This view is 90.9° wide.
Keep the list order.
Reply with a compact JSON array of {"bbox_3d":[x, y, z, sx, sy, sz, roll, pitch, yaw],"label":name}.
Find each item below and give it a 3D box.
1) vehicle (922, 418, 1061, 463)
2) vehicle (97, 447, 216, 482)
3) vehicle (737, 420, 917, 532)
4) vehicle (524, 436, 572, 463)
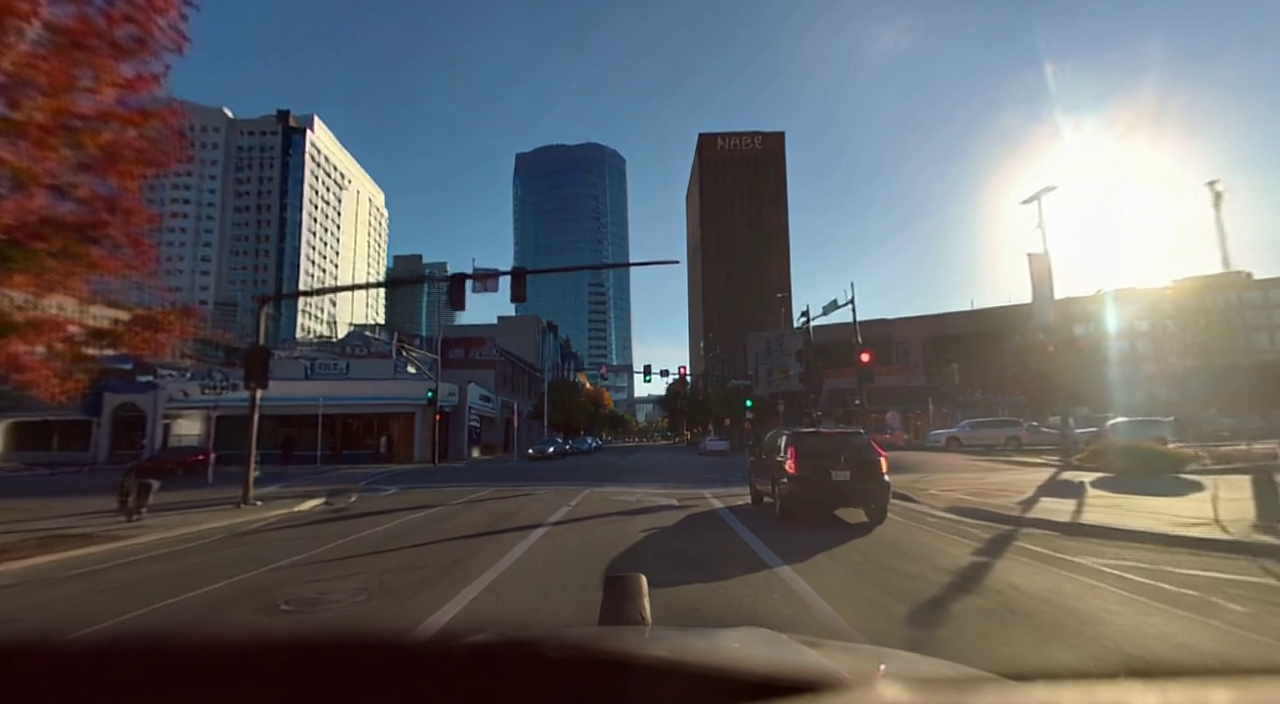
[{"bbox_3d":[14.657,3.738,26.519,4.611,1.778,1.939,0,-8,0],"label":"vehicle"},{"bbox_3d":[-22.715,5.262,29.725,4.037,1.562,2.099,-1,-8,8],"label":"vehicle"},{"bbox_3d":[2.968,2.052,10.955,1.947,1.576,3.825,0,-8,0],"label":"vehicle"},{"bbox_3d":[-6.071,6.523,42.189,1.972,1.693,4.516,-2,-8,8],"label":"vehicle"}]
